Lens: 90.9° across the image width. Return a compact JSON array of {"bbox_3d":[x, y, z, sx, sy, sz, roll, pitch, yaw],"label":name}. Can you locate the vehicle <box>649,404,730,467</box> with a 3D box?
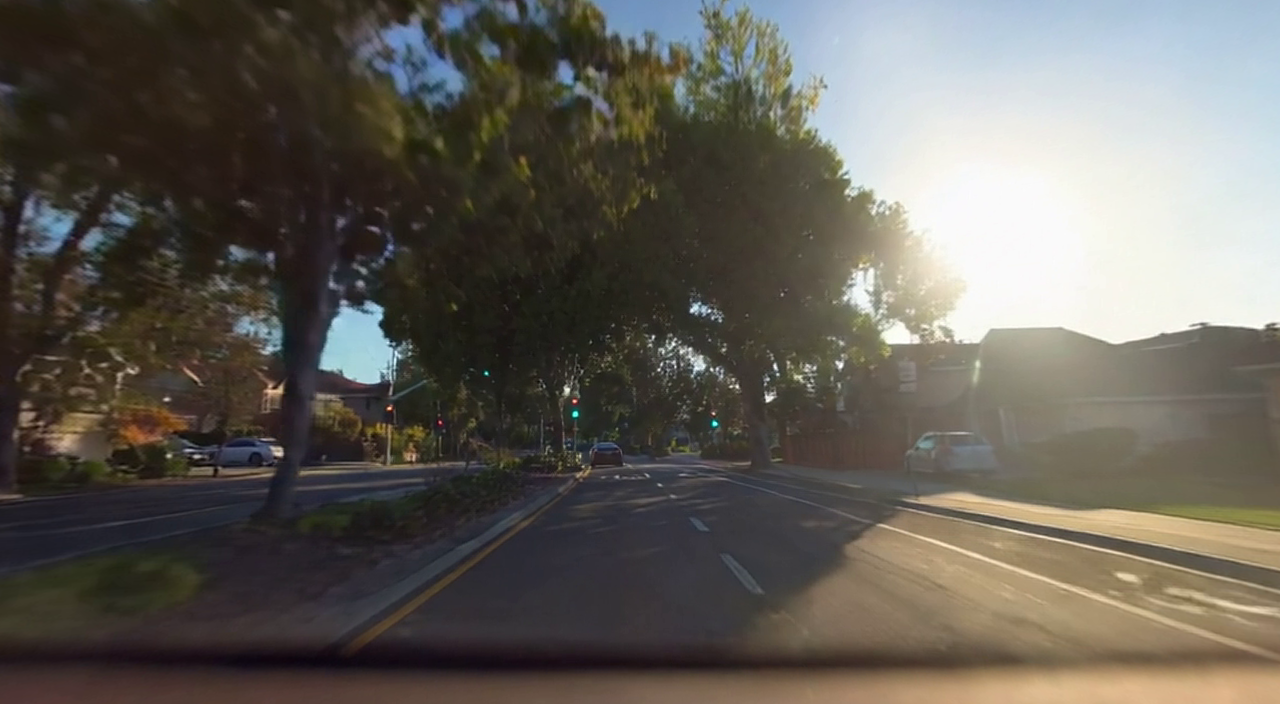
[{"bbox_3d":[2.723,5.338,39.609,3.037,3.261,12.926,1,-9,-5],"label":"vehicle"}]

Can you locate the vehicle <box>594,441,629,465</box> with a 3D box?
[{"bbox_3d":[-1.911,6.614,41.338,2.113,1.462,4.203,1,-9,-4],"label":"vehicle"}]

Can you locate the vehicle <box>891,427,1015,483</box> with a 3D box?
[{"bbox_3d":[11.299,3.767,23.261,2.145,1.795,4.992,0,-9,2],"label":"vehicle"}]

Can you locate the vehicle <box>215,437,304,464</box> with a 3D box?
[{"bbox_3d":[-24.355,6.337,40.516,4.348,1.653,1.948,2,-9,-11],"label":"vehicle"}]
